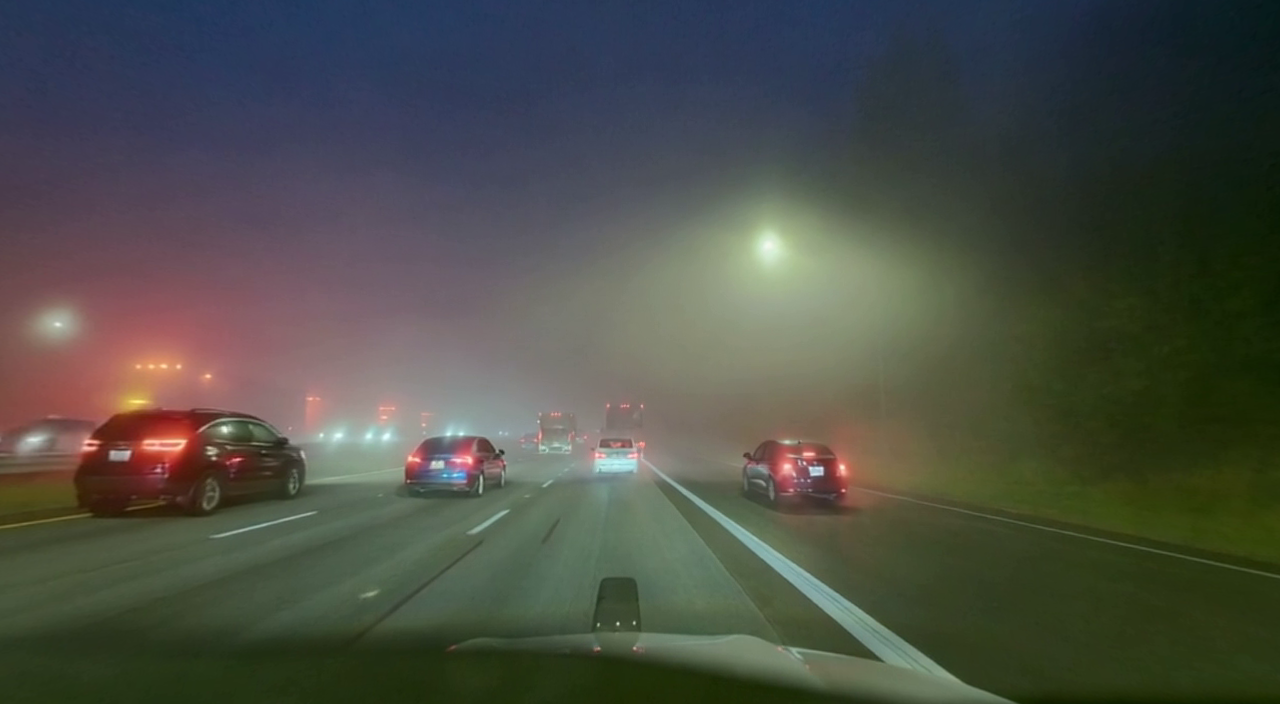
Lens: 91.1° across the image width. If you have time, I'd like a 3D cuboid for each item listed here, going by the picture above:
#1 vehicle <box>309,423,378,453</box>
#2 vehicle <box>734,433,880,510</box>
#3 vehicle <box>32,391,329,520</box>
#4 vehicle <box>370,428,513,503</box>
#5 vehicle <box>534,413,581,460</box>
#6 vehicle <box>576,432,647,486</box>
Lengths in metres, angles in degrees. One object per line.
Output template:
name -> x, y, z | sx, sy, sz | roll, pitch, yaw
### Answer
vehicle -> -16.024, 4.676, 34.251 | 1.831, 1.512, 4.273 | 0, -8, -2
vehicle -> 3.583, 2.620, 14.467 | 1.981, 1.474, 4.396 | 0, -8, -2
vehicle -> -8.181, 1.892, 11.977 | 2.158, 1.943, 4.662 | 0, -8, -1
vehicle -> -4.475, 2.610, 14.992 | 2.046, 1.493, 4.384 | 0, -8, -1
vehicle -> -4.972, 5.218, 38.685 | 2.303, 2.610, 6.579 | 0, -8, -3
vehicle -> -0.859, 3.257, 19.506 | 1.980, 1.478, 3.758 | 0, -8, -2
